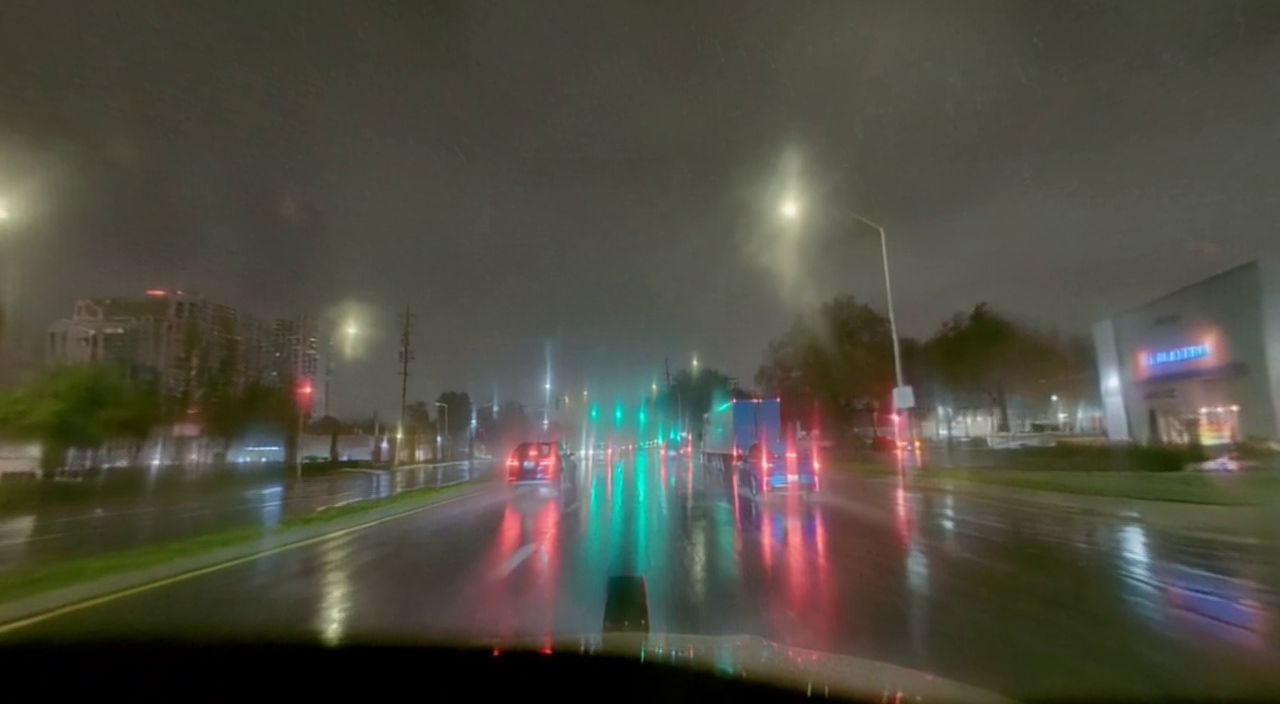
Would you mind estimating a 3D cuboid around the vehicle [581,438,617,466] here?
[{"bbox_3d":[-2.819,6.998,44.291,2.137,1.796,4.304,0,-8,1],"label":"vehicle"}]

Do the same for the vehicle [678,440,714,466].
[{"bbox_3d":[3.796,6.894,43.247,2.050,1.683,3.990,0,-8,0],"label":"vehicle"}]

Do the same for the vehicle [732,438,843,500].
[{"bbox_3d":[3.796,3.086,17.058,1.972,1.452,4.189,0,-8,0],"label":"vehicle"}]

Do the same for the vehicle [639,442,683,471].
[{"bbox_3d":[1.089,5.772,34.991,2.020,1.461,4.326,0,-8,-4],"label":"vehicle"}]

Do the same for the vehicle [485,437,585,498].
[{"bbox_3d":[-2.819,3.213,17.973,2.003,1.509,4.396,0,-8,2],"label":"vehicle"}]
